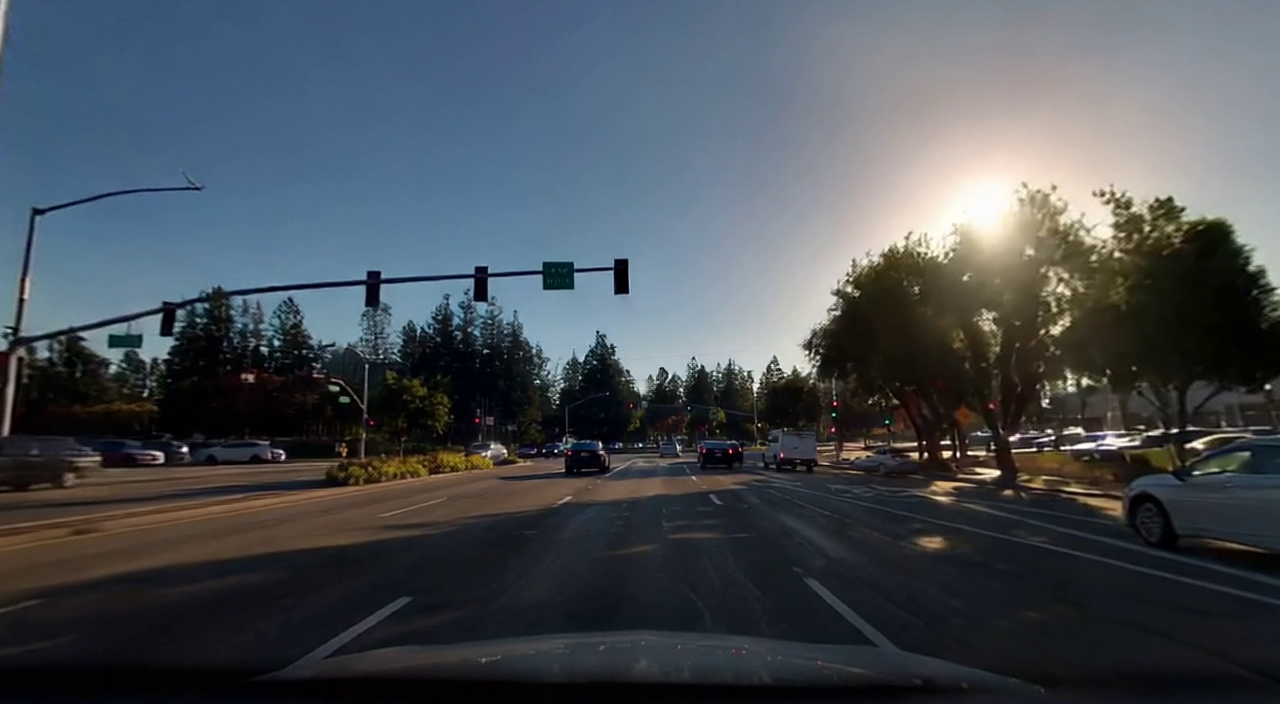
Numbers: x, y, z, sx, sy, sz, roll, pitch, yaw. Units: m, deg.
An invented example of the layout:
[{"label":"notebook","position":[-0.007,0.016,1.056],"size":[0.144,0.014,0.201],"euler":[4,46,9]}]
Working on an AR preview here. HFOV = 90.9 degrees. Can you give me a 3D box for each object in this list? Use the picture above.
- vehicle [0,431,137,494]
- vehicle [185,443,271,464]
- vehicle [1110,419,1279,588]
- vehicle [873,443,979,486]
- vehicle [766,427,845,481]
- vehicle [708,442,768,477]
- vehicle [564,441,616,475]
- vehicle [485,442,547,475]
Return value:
[{"label":"vehicle","position":[-18.633,3.380,19.543],"size":[1.981,1.721,4.772],"euler":[-1,-8,2]},{"label":"vehicle","position":[-31.357,7.719,48.137],"size":[5.137,1.482,1.918],"euler":[3,-9,-21]},{"label":"vehicle","position":[7.210,1.450,6.058],"size":[2.051,1.620,4.702],"euler":[-1,-8,6]},{"label":"vehicle","position":[11.029,4.349,24.736],"size":[1.963,1.513,4.600],"euler":[0,-8,0]},{"label":"vehicle","position":[7.320,4.567,28.485],"size":[2.186,2.202,5.426],"euler":[0,-8,1]},{"label":"vehicle","position":[4.709,5.247,31.064],"size":[2.292,1.563,4.734],"euler":[0,-8,2]},{"label":"vehicle","position":[-2.361,5.181,30.938],"size":[1.958,1.542,4.175],"euler":[-1,-8,3]},{"label":"vehicle","position":[-6.102,5.281,31.557],"size":[2.004,1.529,4.319],"euler":[-1,-8,3]}]
